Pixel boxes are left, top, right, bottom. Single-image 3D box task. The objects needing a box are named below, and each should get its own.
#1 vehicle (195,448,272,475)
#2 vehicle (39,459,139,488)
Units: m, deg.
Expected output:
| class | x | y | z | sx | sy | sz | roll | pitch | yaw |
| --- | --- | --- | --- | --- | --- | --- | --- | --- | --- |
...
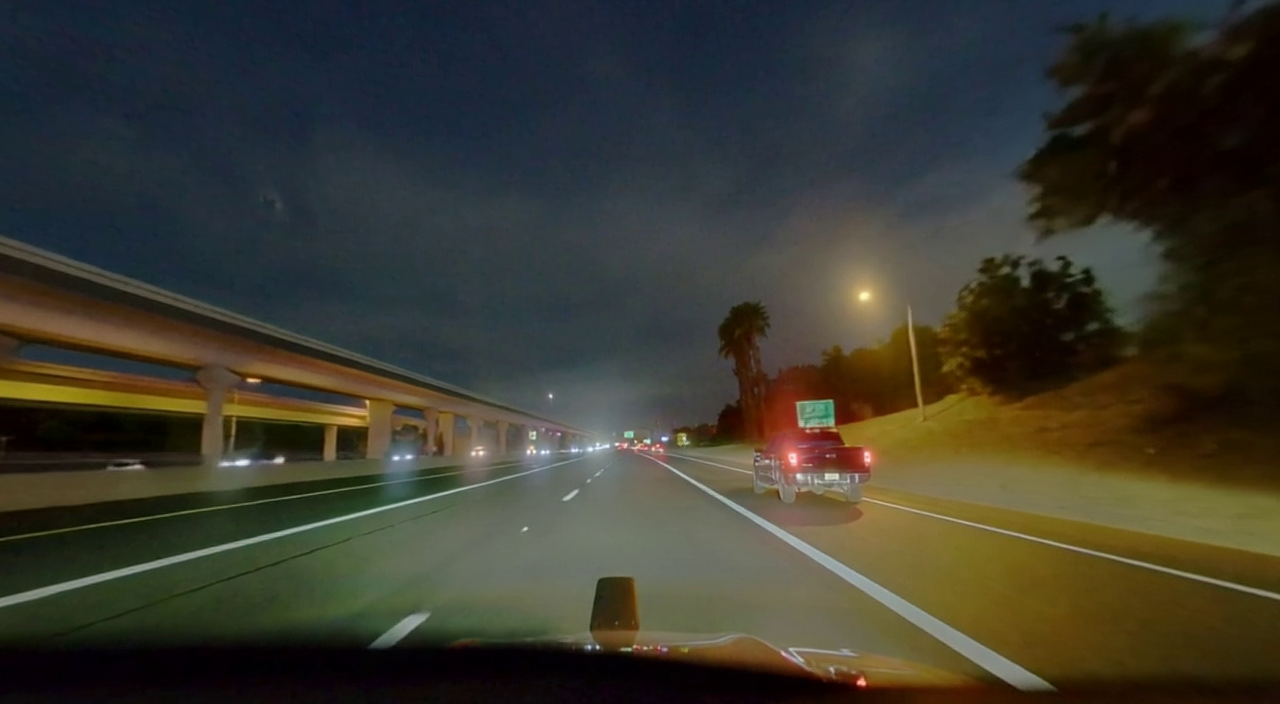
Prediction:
| class | x | y | z | sx | sy | sz | roll | pitch | yaw |
| --- | --- | --- | --- | --- | --- | --- | --- | --- | --- |
| vehicle | -29.215 | 7.877 | 45.636 | 2.137 | 1.784 | 5.111 | 0 | -8 | -1 |
| vehicle | -33.738 | 7.441 | 38.893 | 1.877 | 1.524 | 4.752 | 0 | -8 | 0 |
